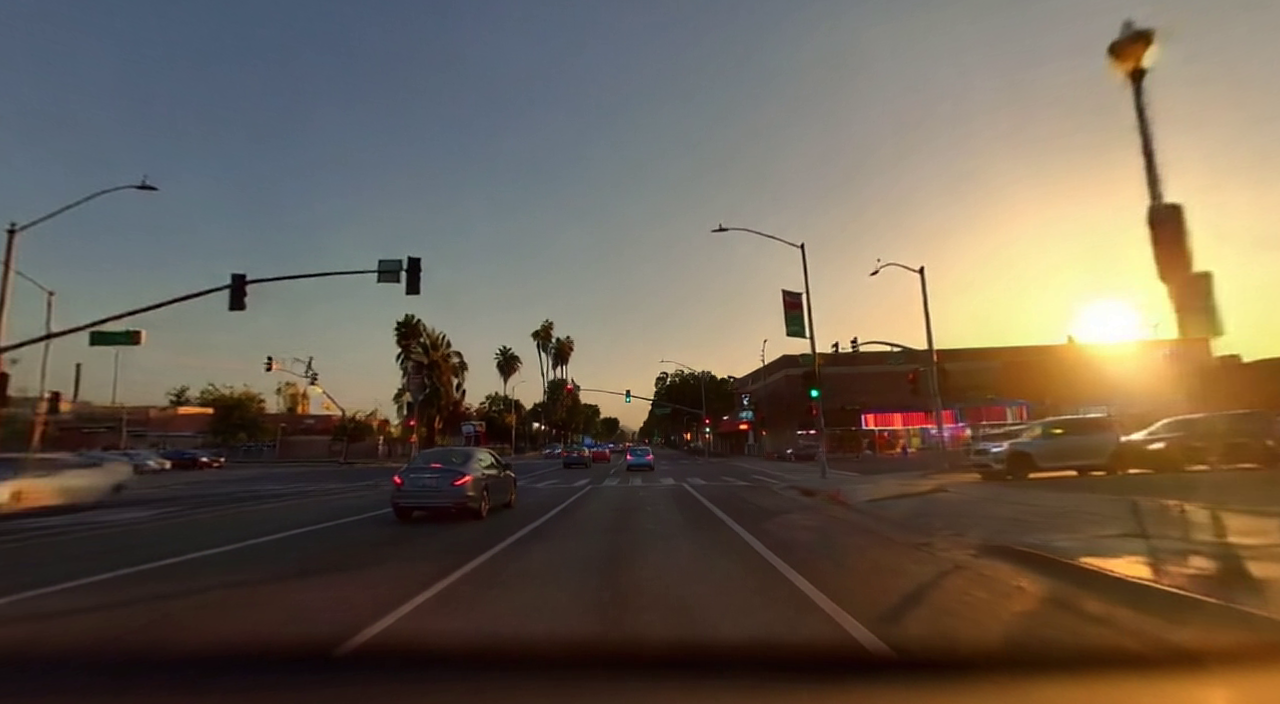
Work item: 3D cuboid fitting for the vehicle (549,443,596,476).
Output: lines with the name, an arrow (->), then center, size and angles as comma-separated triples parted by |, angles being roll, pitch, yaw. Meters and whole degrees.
vehicle -> -3.547, 5.711, 33.642 | 1.979, 1.634, 3.957 | 0, -8, 2

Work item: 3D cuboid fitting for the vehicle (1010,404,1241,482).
vehicle -> 13.690, 2.667, 18.414 | 2.345, 1.886, 5.809 | -1, -8, 3

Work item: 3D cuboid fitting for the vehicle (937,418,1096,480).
vehicle -> 10.992, 2.890, 18.779 | 1.982, 1.623, 4.211 | 0, -8, -2

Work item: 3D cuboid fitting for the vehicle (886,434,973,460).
vehicle -> 22.698, 7.464, 49.362 | 5.659, 1.913, 2.321 | 0, -8, -3

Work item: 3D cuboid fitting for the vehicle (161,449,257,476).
vehicle -> -28.790, 7.377, 42.006 | 4.945, 1.582, 1.938 | -2, -10, -1

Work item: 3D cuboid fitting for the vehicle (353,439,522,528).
vehicle -> -3.912, 2.597, 13.054 | 1.904, 1.513, 4.410 | 0, -8, 2

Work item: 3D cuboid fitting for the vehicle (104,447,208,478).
vehicle -> -29.650, 6.748, 38.579 | 4.640, 1.809, 2.118 | 0, -8, 1

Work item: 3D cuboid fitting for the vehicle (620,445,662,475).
vehicle -> 0.085, 5.689, 33.304 | 2.094, 1.496, 4.070 | 0, -8, 1

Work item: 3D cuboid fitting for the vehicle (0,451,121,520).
vehicle -> -15.198, 3.116, 14.817 | 1.930, 1.476, 4.543 | 0, -8, 1

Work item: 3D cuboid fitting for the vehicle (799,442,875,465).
vehicle -> 13.384, 6.895, 42.846 | 4.532, 1.504, 2.087 | 0, -8, 1
